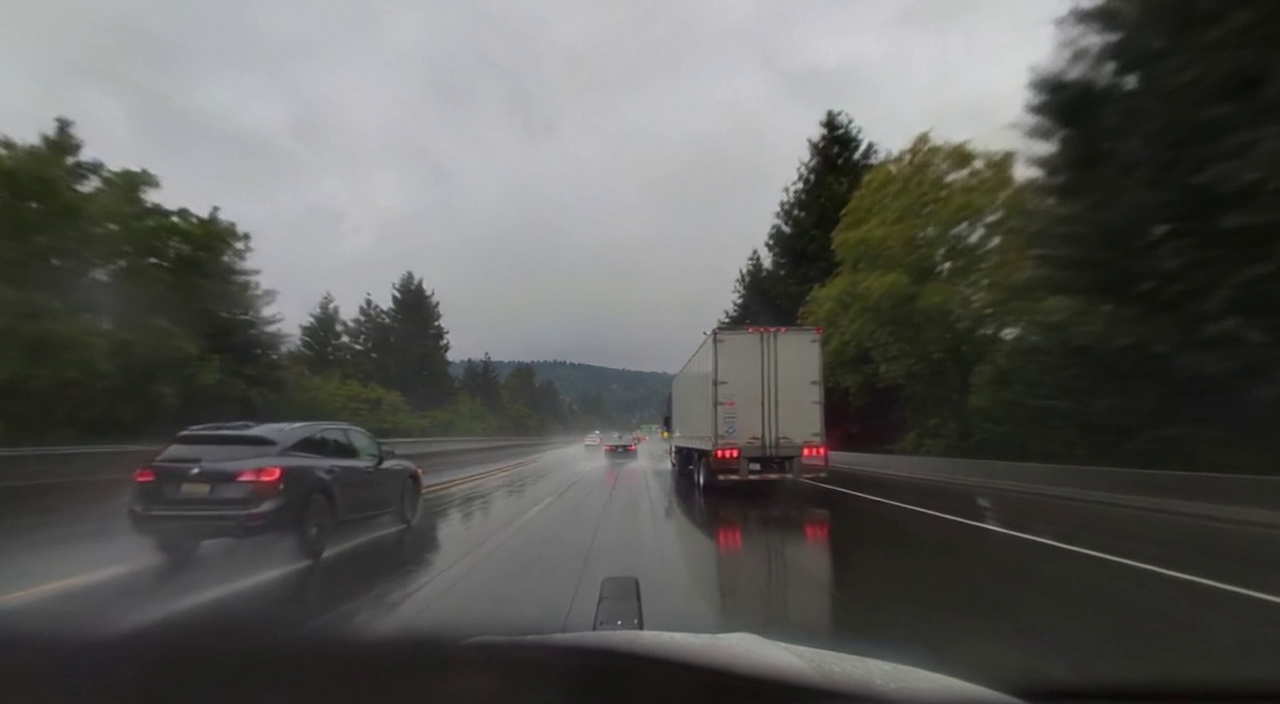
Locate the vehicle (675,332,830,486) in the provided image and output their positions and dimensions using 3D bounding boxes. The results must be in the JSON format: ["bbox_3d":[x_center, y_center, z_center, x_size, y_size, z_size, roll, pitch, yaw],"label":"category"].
[{"bbox_3d":[3.402,2.515,24.101,2.946,4.111,14.652,0,-8,-1],"label":"vehicle"}]

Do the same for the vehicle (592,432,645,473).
[{"bbox_3d":[-0.874,4.184,26.414,2.048,1.563,4.087,0,-8,-1],"label":"vehicle"}]

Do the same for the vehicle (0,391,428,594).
[{"bbox_3d":[-4.542,1.519,7.705,2.264,1.699,4.648,0,-8,0],"label":"vehicle"}]
